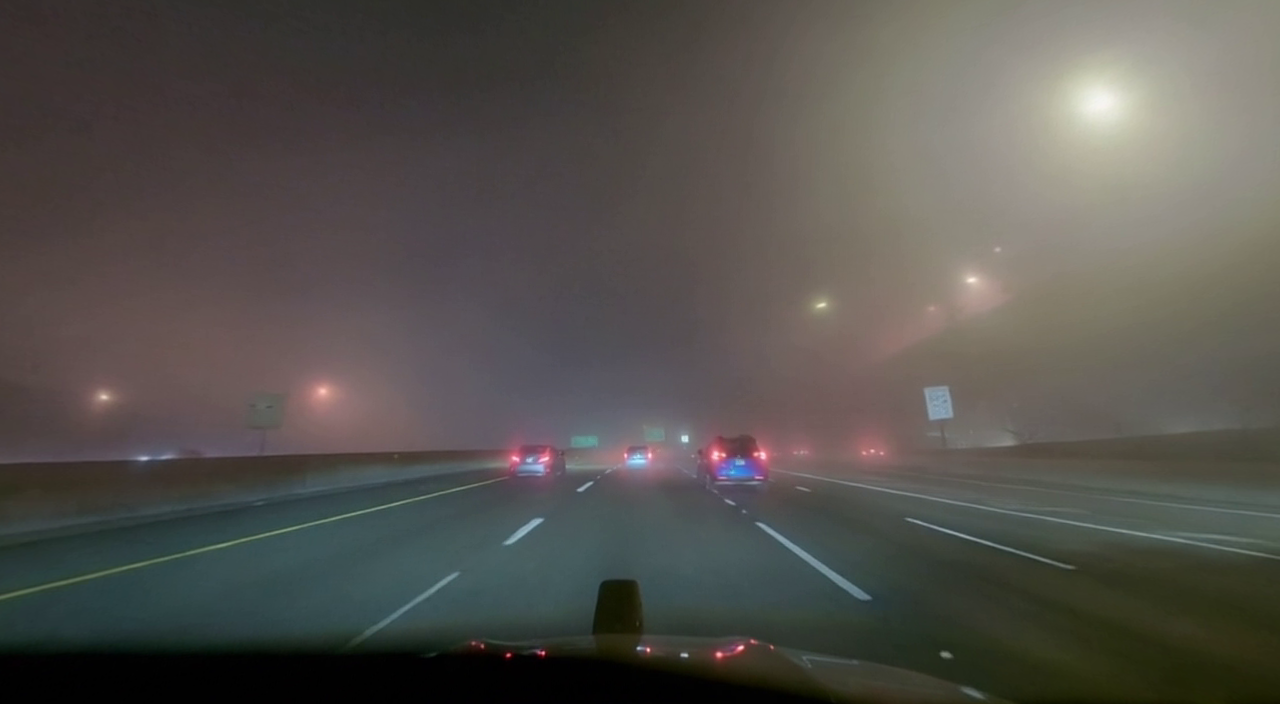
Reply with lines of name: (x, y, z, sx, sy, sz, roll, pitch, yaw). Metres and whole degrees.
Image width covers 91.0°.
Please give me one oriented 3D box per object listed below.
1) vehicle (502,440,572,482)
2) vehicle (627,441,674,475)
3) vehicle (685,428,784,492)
vehicle: (-3.956, 4.275, 24.910, 2.031, 1.491, 4.145, 0, -8, 1)
vehicle: (0.465, 4.971, 29.838, 2.089, 1.493, 3.964, 0, -8, 0)
vehicle: (2.753, 3.295, 19.502, 2.202, 1.748, 4.158, 1, -8, -3)
